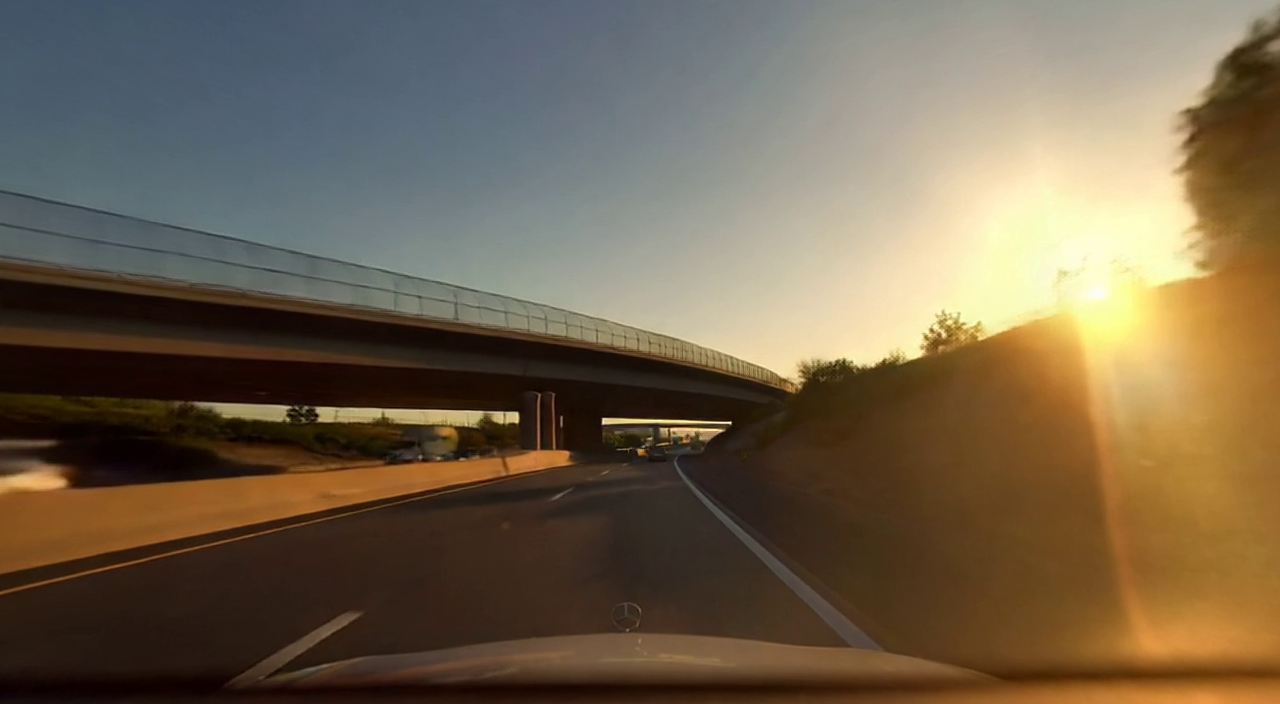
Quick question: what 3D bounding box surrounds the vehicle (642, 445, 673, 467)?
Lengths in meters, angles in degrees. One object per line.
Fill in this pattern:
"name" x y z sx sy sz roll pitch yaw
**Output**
"vehicle" 1.336 7.749 47.153 2.221 1.603 4.149 0 -9 2
